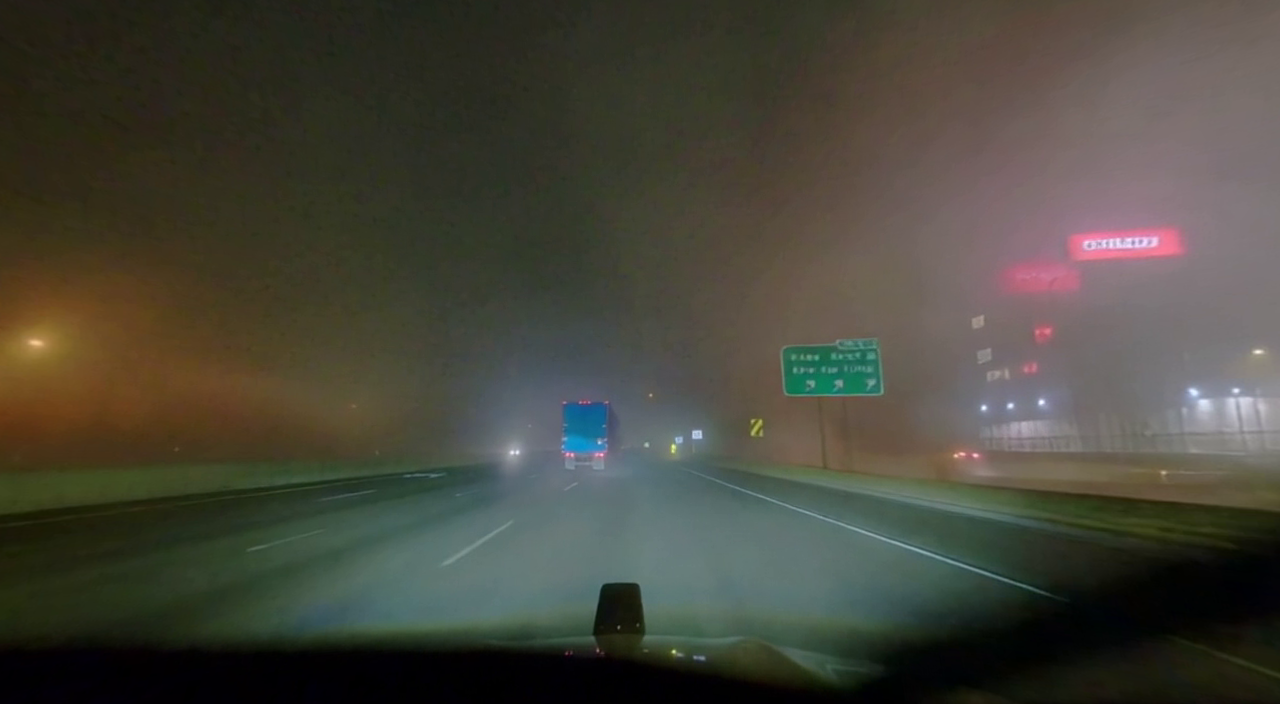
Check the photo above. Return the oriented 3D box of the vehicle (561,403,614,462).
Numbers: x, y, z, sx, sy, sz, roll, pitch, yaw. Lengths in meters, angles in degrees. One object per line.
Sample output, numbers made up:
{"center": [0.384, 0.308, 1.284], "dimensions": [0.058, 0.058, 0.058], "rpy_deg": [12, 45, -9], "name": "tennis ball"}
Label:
{"center": [-3.726, 6.184, 47.385], "dimensions": [3.059, 3.867, 10.343], "rpy_deg": [0, -9, 0], "name": "vehicle"}
